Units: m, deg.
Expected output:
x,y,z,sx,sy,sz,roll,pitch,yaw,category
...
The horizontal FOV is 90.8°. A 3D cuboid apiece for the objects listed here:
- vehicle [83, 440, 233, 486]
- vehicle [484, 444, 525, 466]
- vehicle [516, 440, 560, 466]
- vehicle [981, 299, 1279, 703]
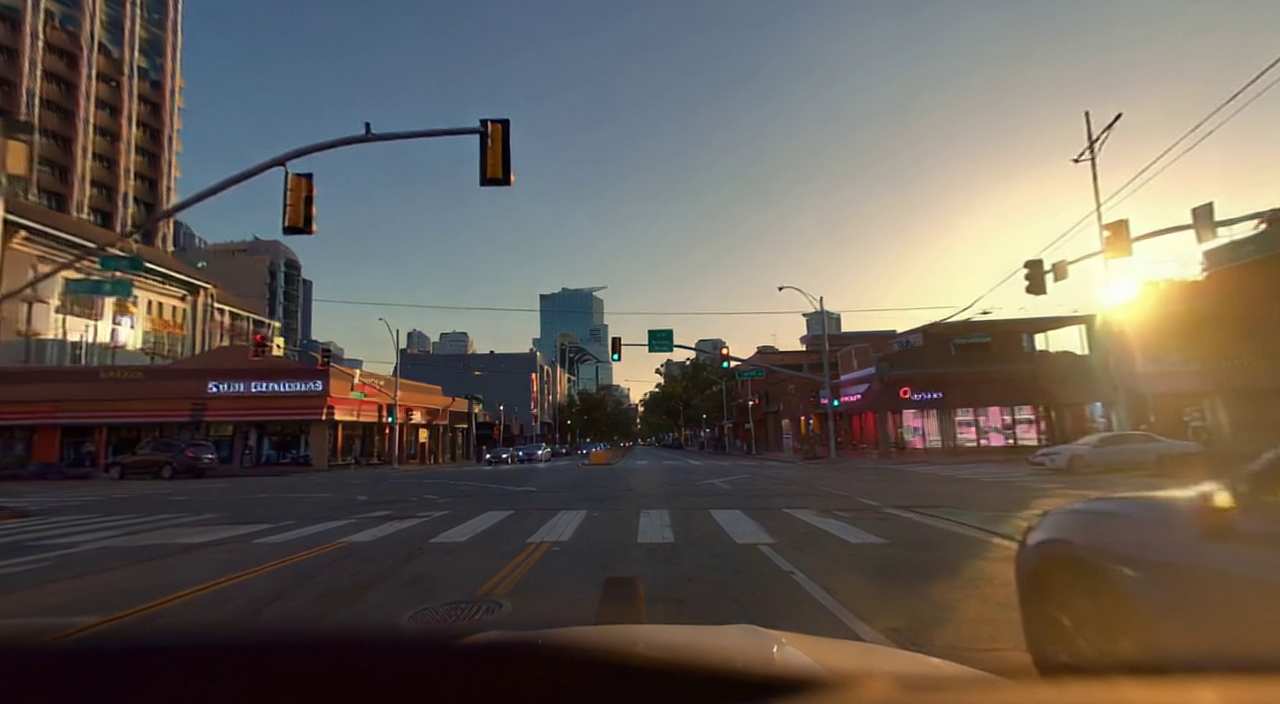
x,y,z,sx,sy,sz,roll,pitch,yaw,category
-21.316,4.914,28.057,5.161,1.910,2.275,-2,-9,11,vehicle
-10.114,7.721,47.490,2.106,1.505,4.228,0,-8,0,vehicle
-7.034,7.046,44.150,2.181,1.703,4.512,-1,-8,2,vehicle
2.939,0.591,1.220,2.049,1.691,4.447,0,-8,0,vehicle
